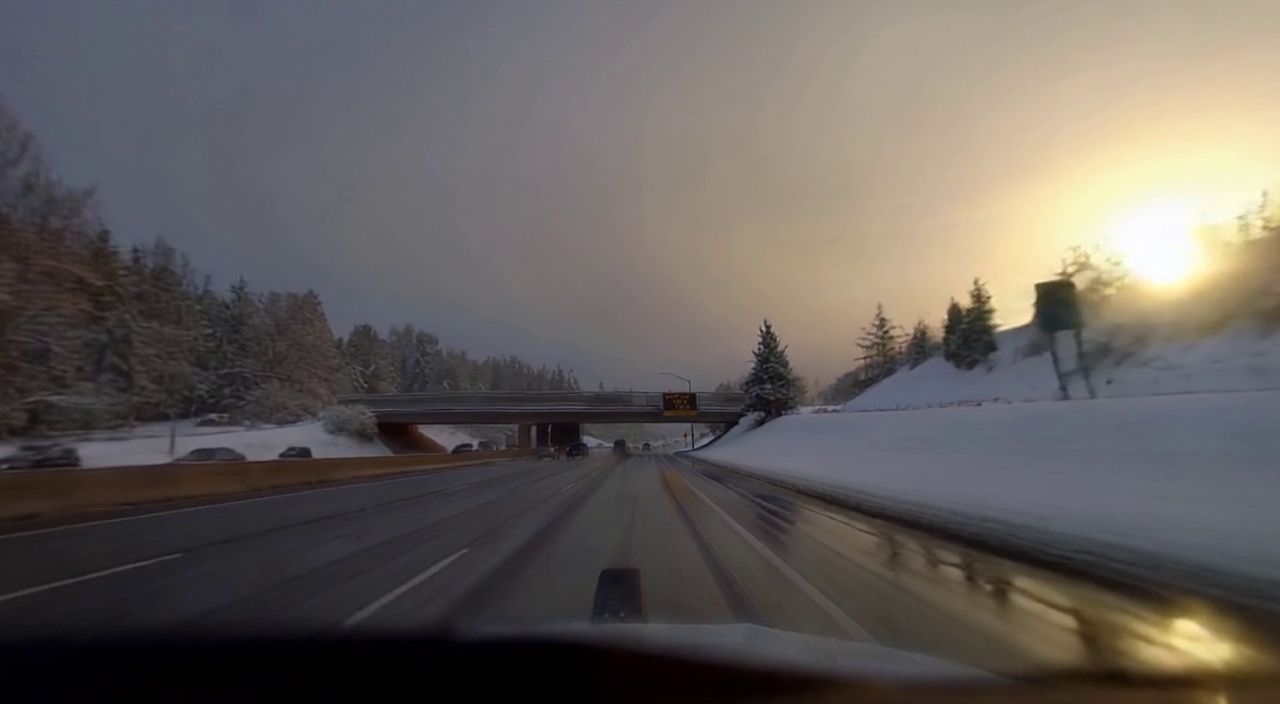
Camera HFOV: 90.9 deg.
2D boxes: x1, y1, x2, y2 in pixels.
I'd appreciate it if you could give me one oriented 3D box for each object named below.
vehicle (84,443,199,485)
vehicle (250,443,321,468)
[{"bbox_3d":[-17.057,3.816,21.761,1.408,1.314,3.169,0,-8,-1],"label":"vehicle"},{"bbox_3d":[-27.811,8.135,49.702,2.679,1.808,5.054,0,-8,-1],"label":"vehicle"}]
